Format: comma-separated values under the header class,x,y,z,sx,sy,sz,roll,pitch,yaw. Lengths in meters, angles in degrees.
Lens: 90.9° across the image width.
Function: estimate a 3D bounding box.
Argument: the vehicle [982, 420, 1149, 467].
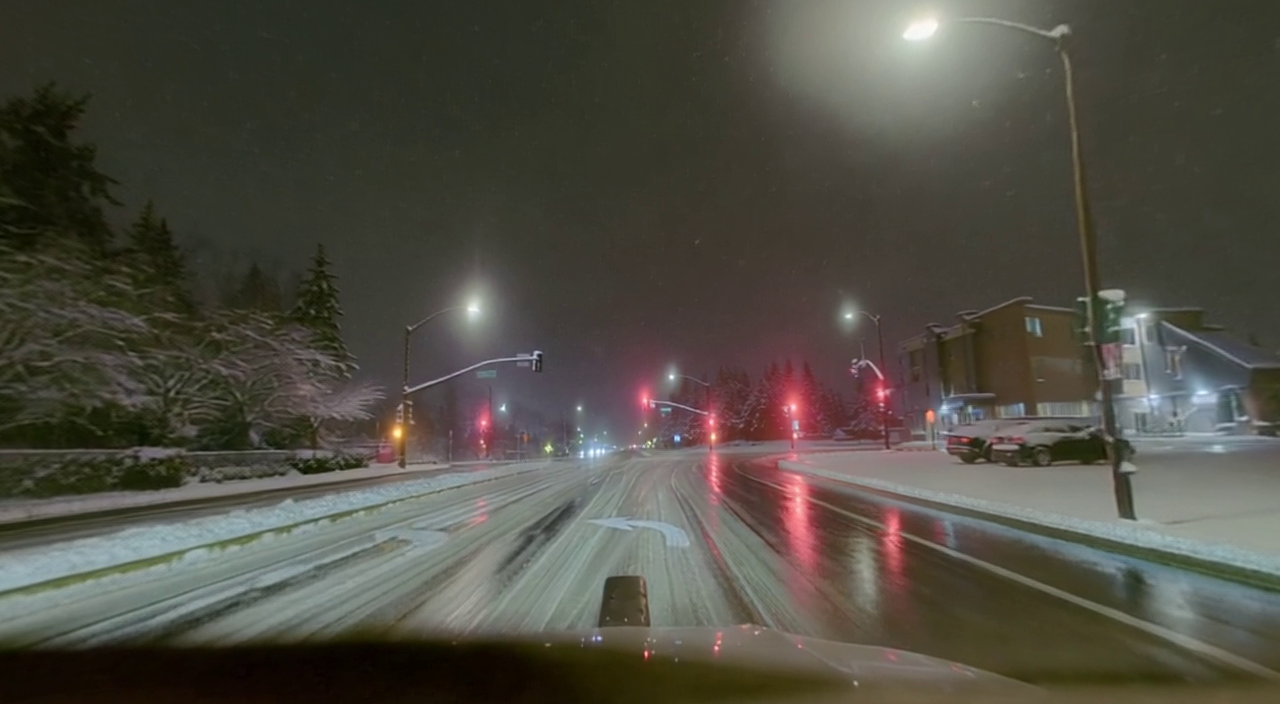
class,x,y,z,sx,sy,sz,roll,pitch,yaw
vehicle,14.010,3.051,20.955,4.167,1.476,1.871,0,-8,-1
